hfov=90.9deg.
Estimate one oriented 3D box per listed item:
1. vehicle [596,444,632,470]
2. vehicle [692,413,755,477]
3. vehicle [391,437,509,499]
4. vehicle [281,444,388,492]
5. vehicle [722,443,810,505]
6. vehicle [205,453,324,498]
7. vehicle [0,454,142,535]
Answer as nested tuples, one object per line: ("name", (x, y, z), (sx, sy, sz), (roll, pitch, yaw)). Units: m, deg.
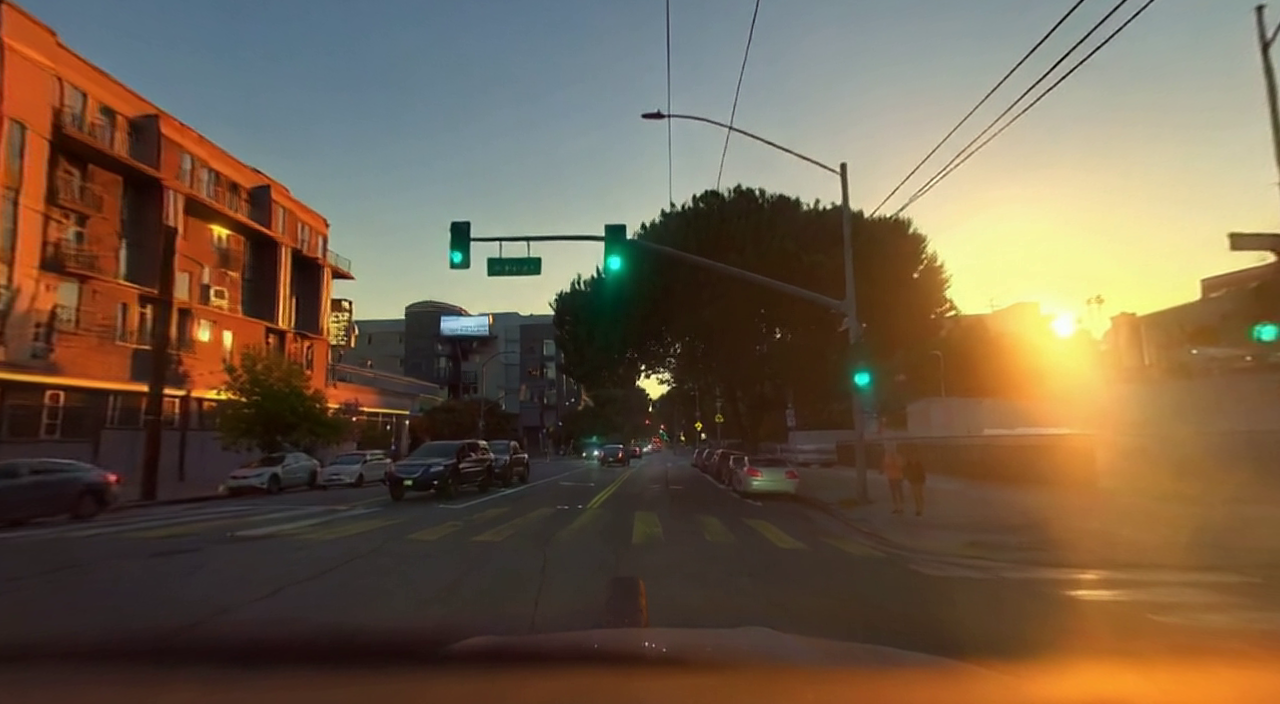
("vehicle", (-1.600, 6.605, 39.784), (1.973, 1.496, 3.713), (-1, -8, 2))
("vehicle", (4.850, 5.636, 38.269), (2.989, 3.455, 7.975), (-1, -8, 2))
("vehicle", (-5.335, 3.303, 18.370), (1.942, 1.559, 4.298), (-1, -8, 2))
("vehicle", (-11.430, 4.342, 23.916), (1.933, 1.628, 3.973), (-1, -8, 2))
("vehicle", (3.902, 3.821, 20.220), (1.924, 1.765, 3.954), (0, -8, 0))
("vehicle", (-14.364, 4.708, 24.435), (2.012, 1.476, 4.284), (0, -8, -1))
("vehicle", (-12.742, 2.730, 12.147), (1.934, 1.434, 4.636), (-2, -9, 13))
